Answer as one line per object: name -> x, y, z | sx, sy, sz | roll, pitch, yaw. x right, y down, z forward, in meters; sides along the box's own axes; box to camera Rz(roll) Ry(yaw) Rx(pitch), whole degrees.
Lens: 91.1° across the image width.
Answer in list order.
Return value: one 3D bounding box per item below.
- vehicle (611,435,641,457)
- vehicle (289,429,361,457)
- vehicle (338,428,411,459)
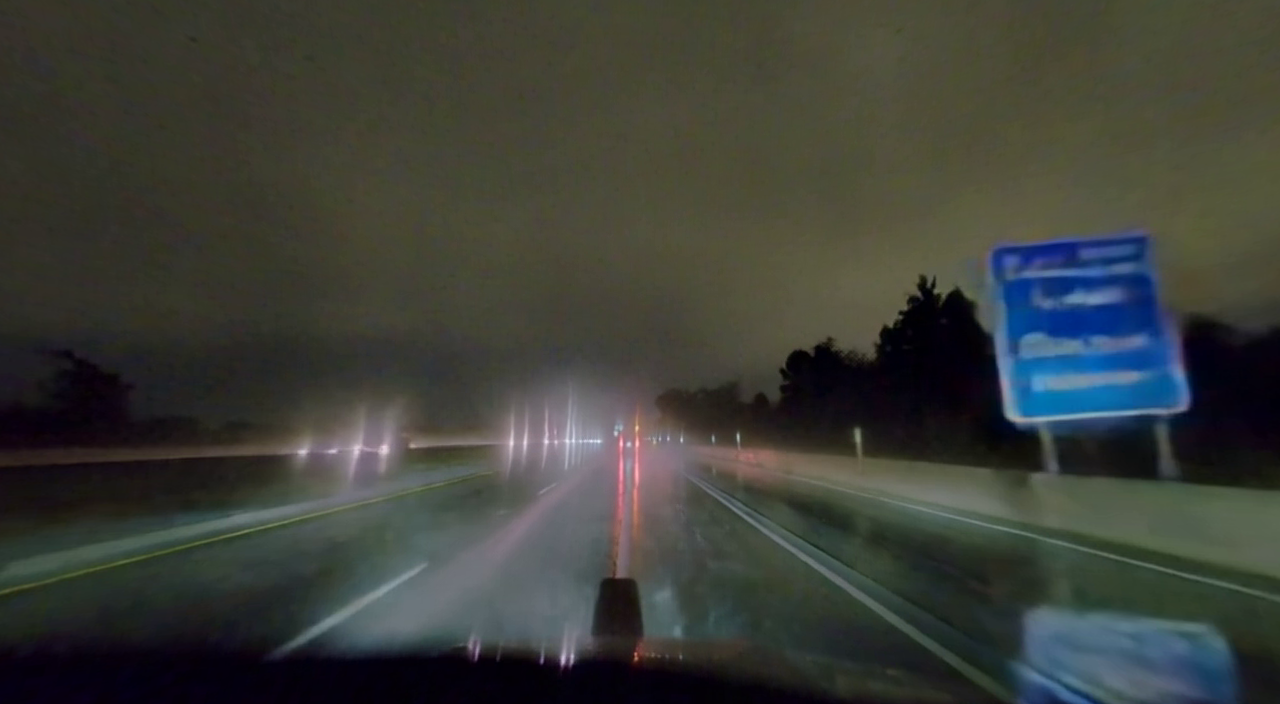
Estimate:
vehicle -> -0.993, 6.691, 44.988 | 2.025, 1.519, 3.924 | 0, -8, -1
vehicle -> -18.051, 5.230, 36.242 | 1.854, 1.492, 4.562 | 0, -8, -1
vehicle -> -13.562, 4.698, 32.421 | 1.877, 1.515, 4.495 | 0, -8, -1
